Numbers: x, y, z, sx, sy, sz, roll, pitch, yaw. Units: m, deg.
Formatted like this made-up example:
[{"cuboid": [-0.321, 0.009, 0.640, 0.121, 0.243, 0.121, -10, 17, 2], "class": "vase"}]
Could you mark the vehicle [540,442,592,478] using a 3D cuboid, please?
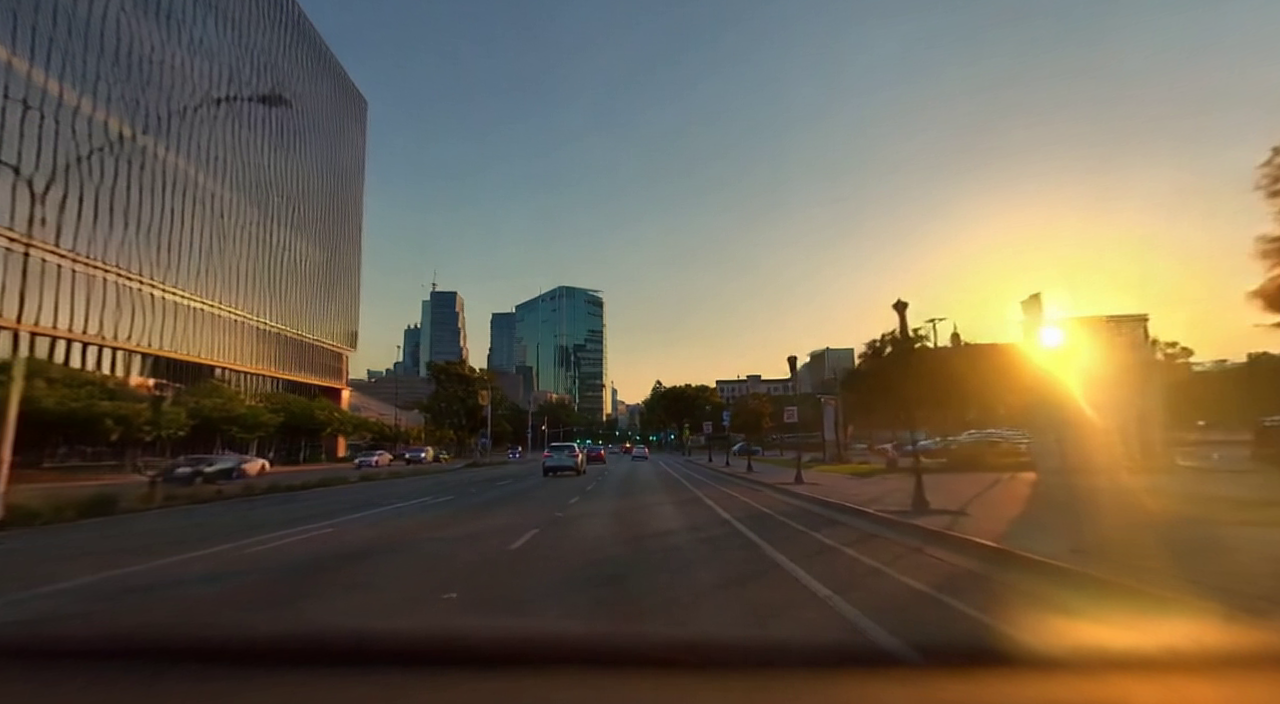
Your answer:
[{"cuboid": [-3.355, 4.986, 29.410, 1.983, 1.545, 3.773, 0, -8, 0], "class": "vehicle"}]

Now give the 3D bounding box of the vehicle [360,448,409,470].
[{"cuboid": [-20.134, 8.445, 49.999, 1.918, 1.601, 4.610, 0, -8, 0], "class": "vehicle"}]

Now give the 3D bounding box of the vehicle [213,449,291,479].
[{"cuboid": [-23.680, 6.832, 38.763, 1.855, 1.692, 4.621, 0, -8, 0], "class": "vehicle"}]

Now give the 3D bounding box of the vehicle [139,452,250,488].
[{"cuboid": [-20.194, 5.341, 28.912, 1.856, 1.471, 4.445, 0, -8, 0], "class": "vehicle"}]

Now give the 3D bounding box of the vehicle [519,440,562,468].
[{"cuboid": [-6.887, 7.127, 44.245, 2.224, 1.821, 4.711, 0, -8, 1], "class": "vehicle"}]
